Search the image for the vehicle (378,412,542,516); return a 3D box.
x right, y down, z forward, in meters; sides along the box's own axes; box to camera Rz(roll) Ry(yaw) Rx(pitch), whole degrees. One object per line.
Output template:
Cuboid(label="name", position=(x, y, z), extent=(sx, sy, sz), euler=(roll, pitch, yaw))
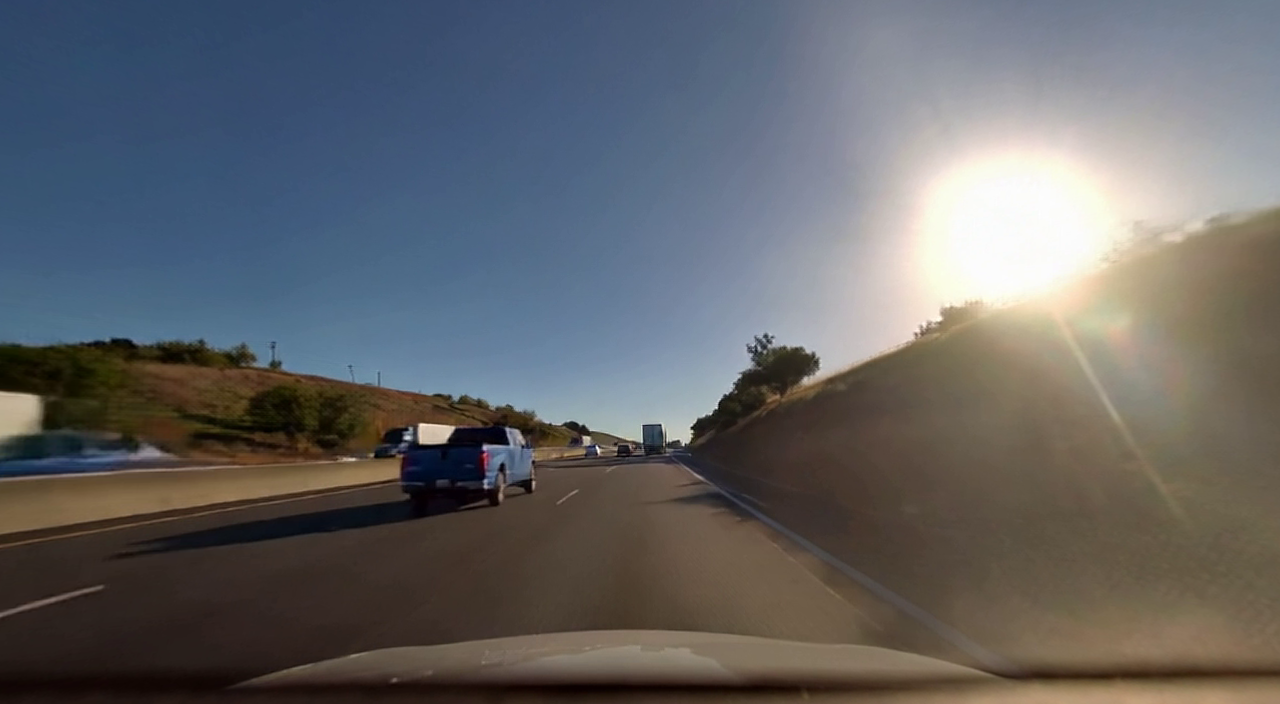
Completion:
Cuboid(label="vehicle", position=(-3.846, 2.538, 14.706), extent=(2.216, 1.949, 5.237), euler=(0, -9, 1))

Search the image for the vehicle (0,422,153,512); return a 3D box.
Cuboid(label="vehicle", position=(-18.862, 3.571, 19.915), extent=(2.295, 2.456, 5.687), euler=(0, -9, 1))
